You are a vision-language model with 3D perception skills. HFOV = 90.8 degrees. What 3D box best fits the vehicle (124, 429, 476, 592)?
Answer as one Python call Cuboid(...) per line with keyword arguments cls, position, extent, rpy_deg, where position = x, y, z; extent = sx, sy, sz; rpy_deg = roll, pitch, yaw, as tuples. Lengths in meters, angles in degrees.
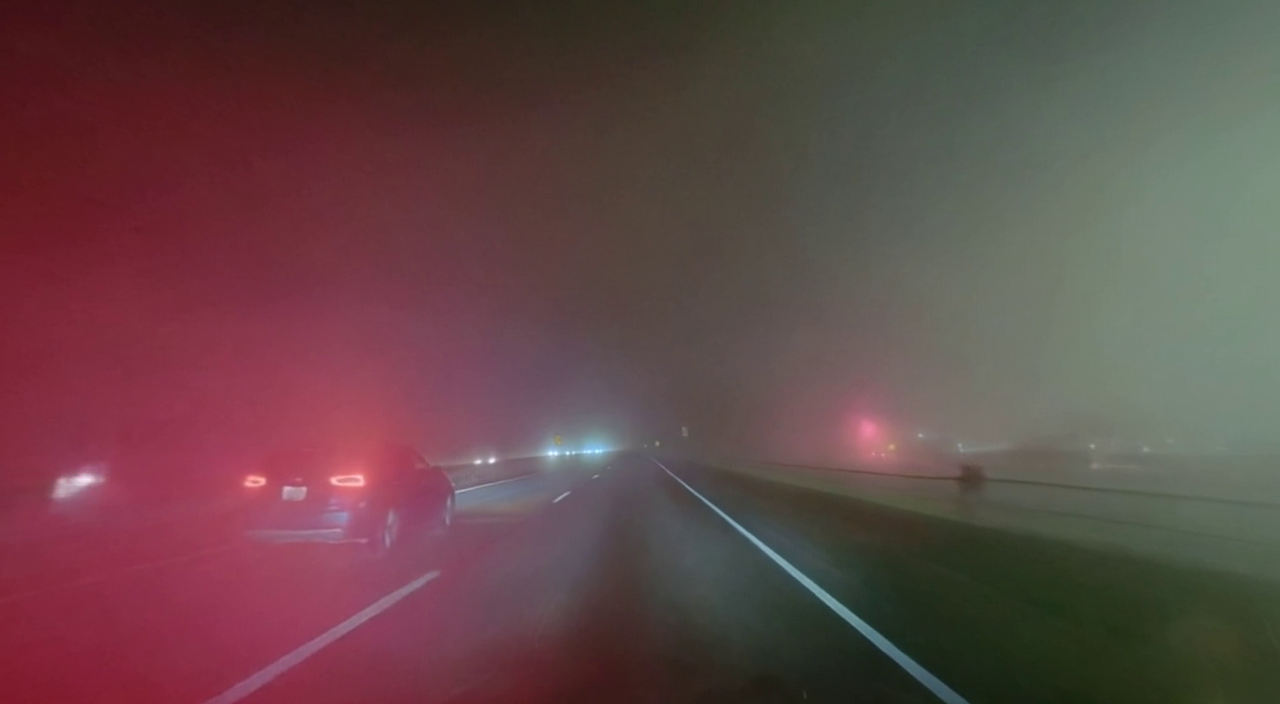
Cuboid(cls="vehicle", position=(-3.904, 1.897, 8.453), extent=(2.118, 1.562, 4.541), rpy_deg=(0, -9, 1))
